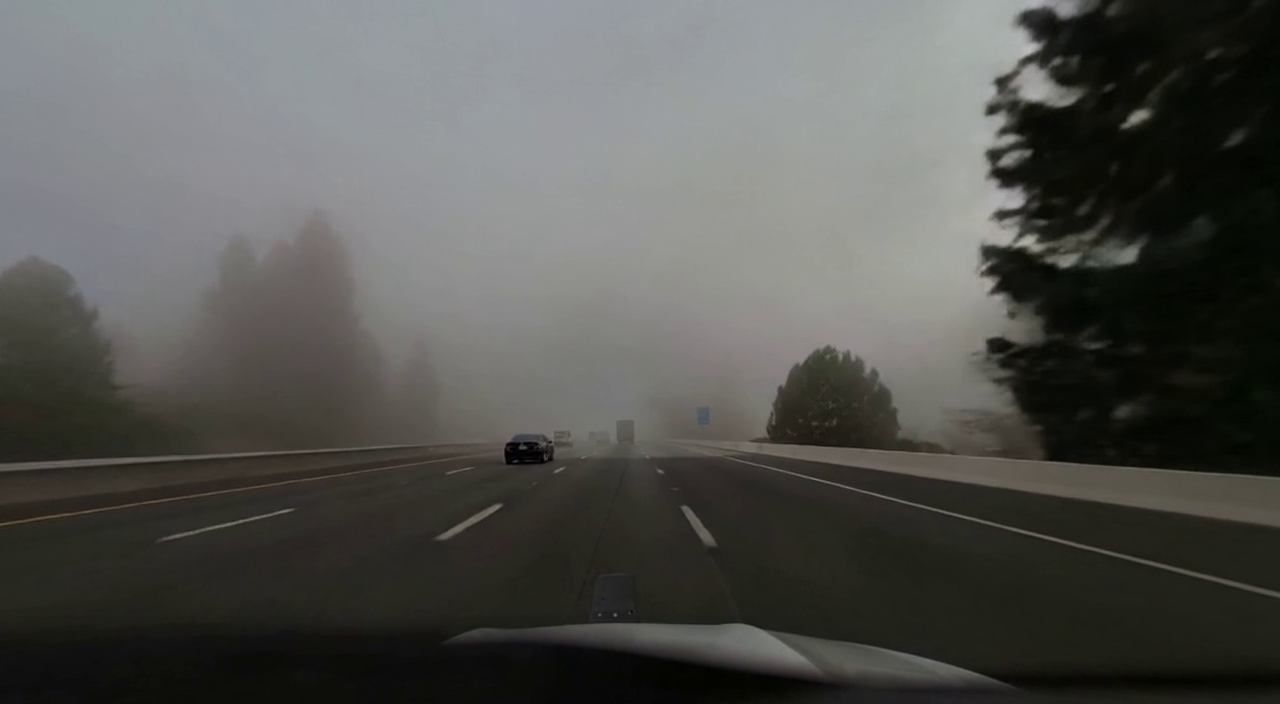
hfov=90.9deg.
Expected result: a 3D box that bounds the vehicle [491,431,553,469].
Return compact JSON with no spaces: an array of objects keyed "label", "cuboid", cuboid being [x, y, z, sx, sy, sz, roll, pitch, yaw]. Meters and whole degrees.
[{"label":"vehicle","cuboid":[-4.892,4.090,26.630,1.912,1.495,3.703,0,-7,-1]}]
